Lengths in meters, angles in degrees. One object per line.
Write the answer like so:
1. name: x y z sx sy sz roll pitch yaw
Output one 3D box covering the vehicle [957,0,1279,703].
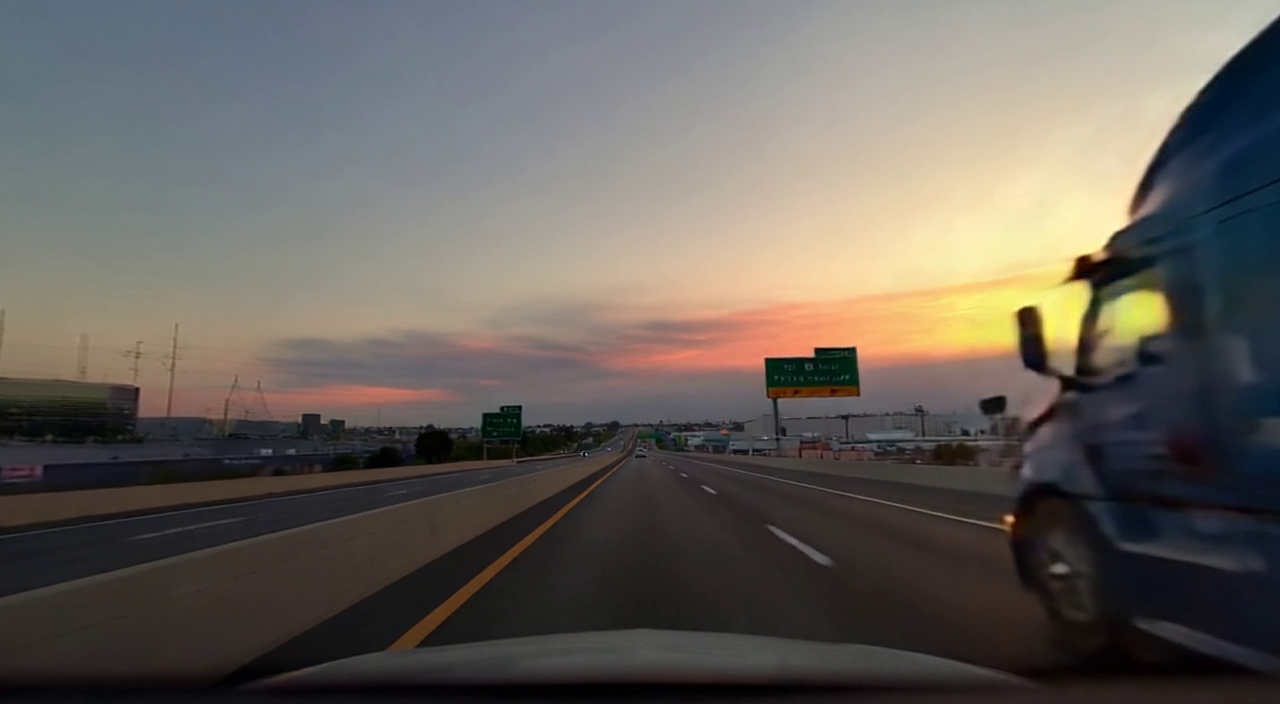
1. vehicle: 4.055 -0.326 1.958 2.974 3.950 5.747 0 -9 0
